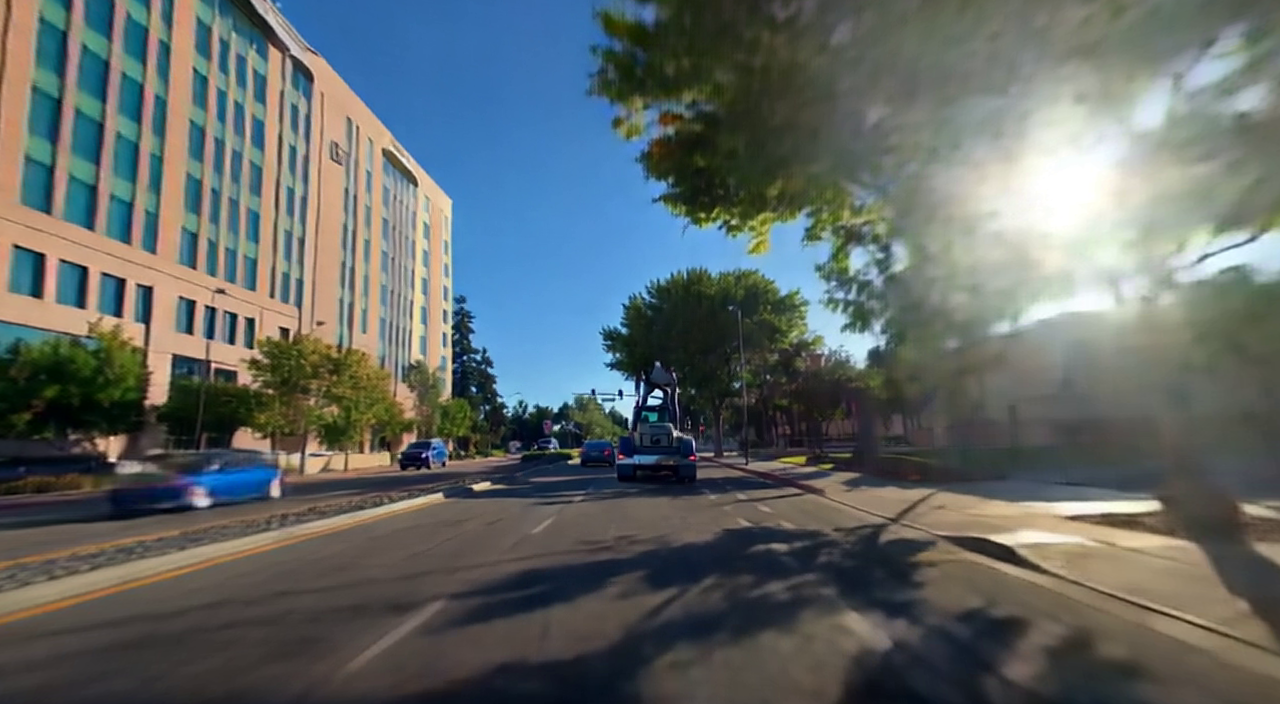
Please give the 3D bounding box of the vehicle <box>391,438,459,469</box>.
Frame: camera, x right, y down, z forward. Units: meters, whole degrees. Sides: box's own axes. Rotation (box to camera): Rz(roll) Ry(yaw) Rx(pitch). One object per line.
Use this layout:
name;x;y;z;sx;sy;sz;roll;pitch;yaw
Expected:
vehicle;-14.288;6.774;42.327;2.225;1.946;6.187;0;-9;2

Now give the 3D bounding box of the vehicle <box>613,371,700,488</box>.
vehicle;0.442;3.106;24.527;2.552;3.461;11.044;-1;-8;-1

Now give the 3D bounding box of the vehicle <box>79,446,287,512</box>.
vehicle;-11.875;3.278;16.915;1.939;1.496;4.678;0;-9;2

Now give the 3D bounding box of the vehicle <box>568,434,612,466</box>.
vehicle;-2.779;5.626;36.313;2.081;1.688;4.235;0;-9;2
